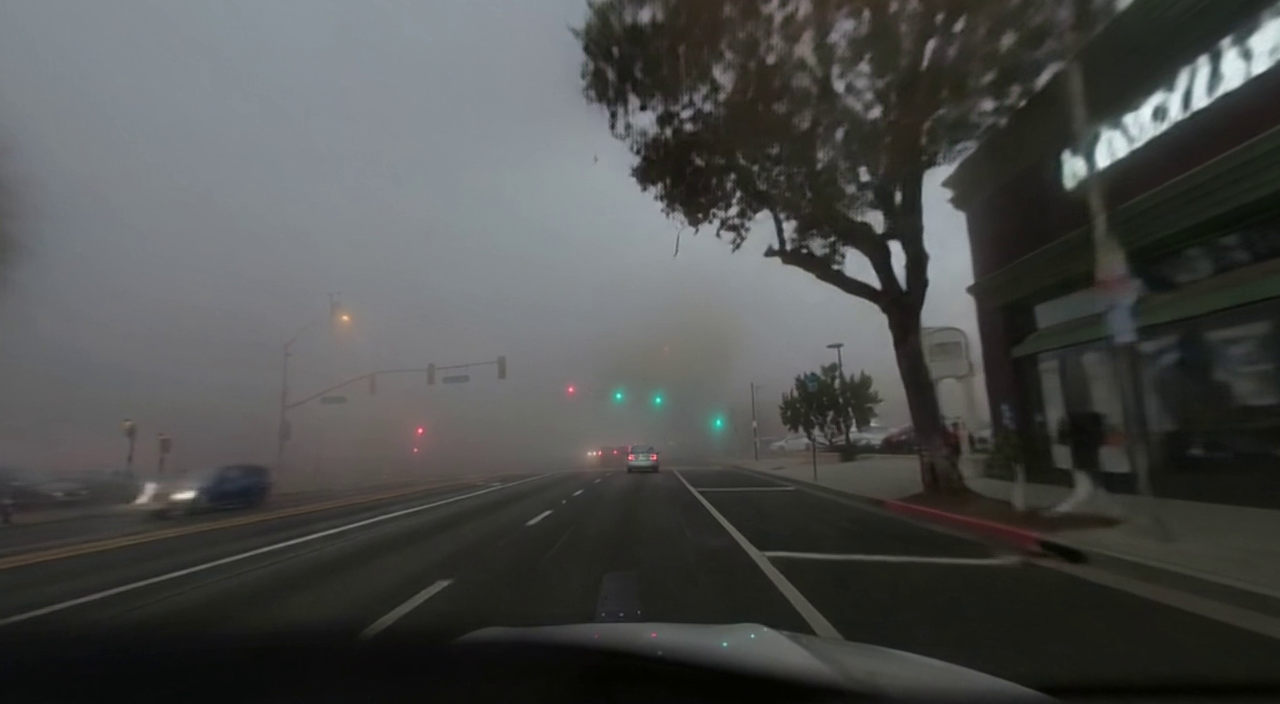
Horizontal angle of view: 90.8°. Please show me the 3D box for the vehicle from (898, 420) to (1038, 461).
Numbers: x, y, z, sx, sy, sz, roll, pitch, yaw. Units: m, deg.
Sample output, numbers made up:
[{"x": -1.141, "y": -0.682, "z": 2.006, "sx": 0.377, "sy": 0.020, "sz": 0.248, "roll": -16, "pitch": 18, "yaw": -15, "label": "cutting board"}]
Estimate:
[{"x": 13.084, "y": 3.552, "z": 25.413, "sx": 4.466, "sy": 1.553, "sz": 2.060, "roll": 0, "pitch": -9, "yaw": -1, "label": "vehicle"}]

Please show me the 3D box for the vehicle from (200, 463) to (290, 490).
[{"x": -25.661, "y": 8.073, "z": 41.155, "sx": 2.007, "sy": 1.466, "sz": 4.543, "roll": -8, "pitch": -11, "yaw": 42, "label": "vehicle"}]

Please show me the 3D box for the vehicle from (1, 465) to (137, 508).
[{"x": -25.928, "y": 6.096, "z": 28.907, "sx": 4.256, "sy": 1.697, "sz": 1.817, "roll": 5, "pitch": -10, "yaw": -33, "label": "vehicle"}]

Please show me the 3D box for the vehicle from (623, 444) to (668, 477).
[{"x": 0.265, "y": 5.086, "z": 29.925, "sx": 1.977, "sy": 1.451, "sz": 4.032, "roll": 0, "pitch": -9, "yaw": 1, "label": "vehicle"}]

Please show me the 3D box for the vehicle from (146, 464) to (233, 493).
[{"x": -26.183, "y": 7.315, "z": 36.756, "sx": 3.790, "sy": 1.515, "sz": 1.704, "roll": 8, "pitch": -12, "yaw": -43, "label": "vehicle"}]
